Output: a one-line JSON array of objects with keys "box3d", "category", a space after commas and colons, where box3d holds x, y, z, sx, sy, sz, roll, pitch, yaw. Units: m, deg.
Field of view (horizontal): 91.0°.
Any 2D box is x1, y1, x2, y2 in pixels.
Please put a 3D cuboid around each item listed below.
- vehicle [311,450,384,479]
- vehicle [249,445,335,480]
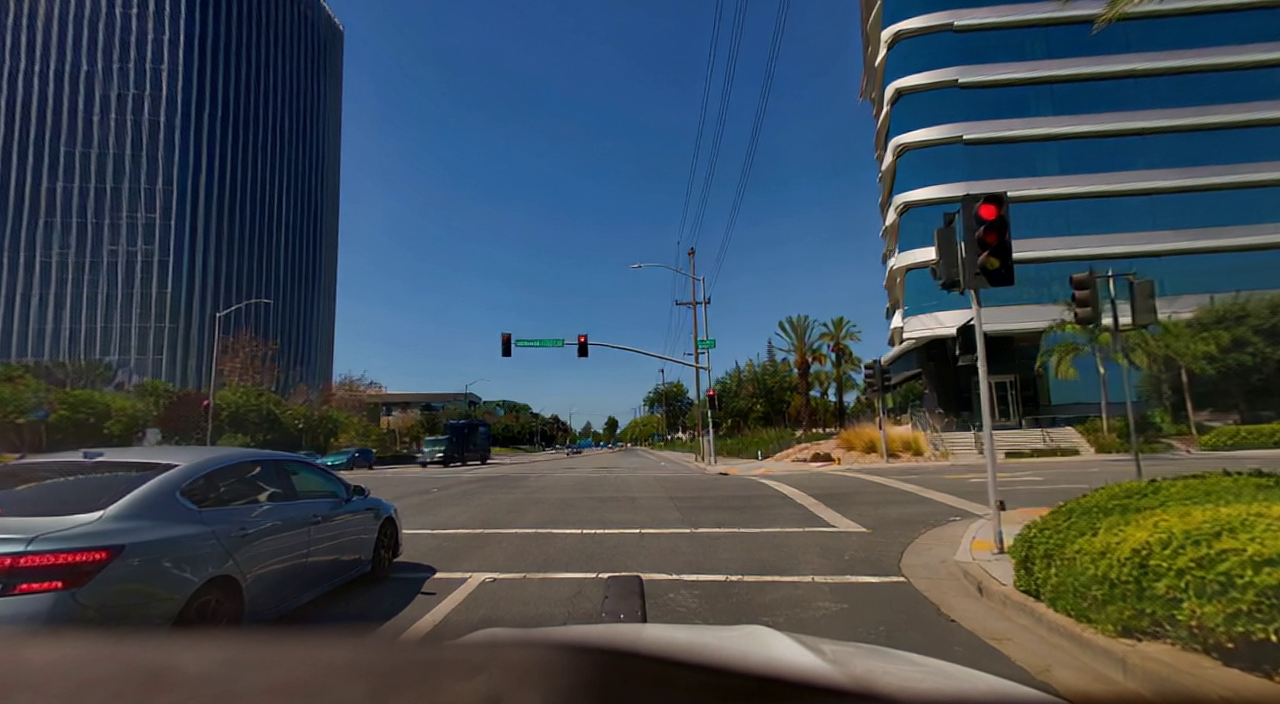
[{"box3d": [-15.367, 5.918, 33.306, 1.875, 1.389, 3.784, 0, -9, 3], "category": "vehicle"}, {"box3d": [-19.094, 6.060, 34.839, 2.017, 1.739, 4.569, 0, -9, 1], "category": "vehicle"}]
